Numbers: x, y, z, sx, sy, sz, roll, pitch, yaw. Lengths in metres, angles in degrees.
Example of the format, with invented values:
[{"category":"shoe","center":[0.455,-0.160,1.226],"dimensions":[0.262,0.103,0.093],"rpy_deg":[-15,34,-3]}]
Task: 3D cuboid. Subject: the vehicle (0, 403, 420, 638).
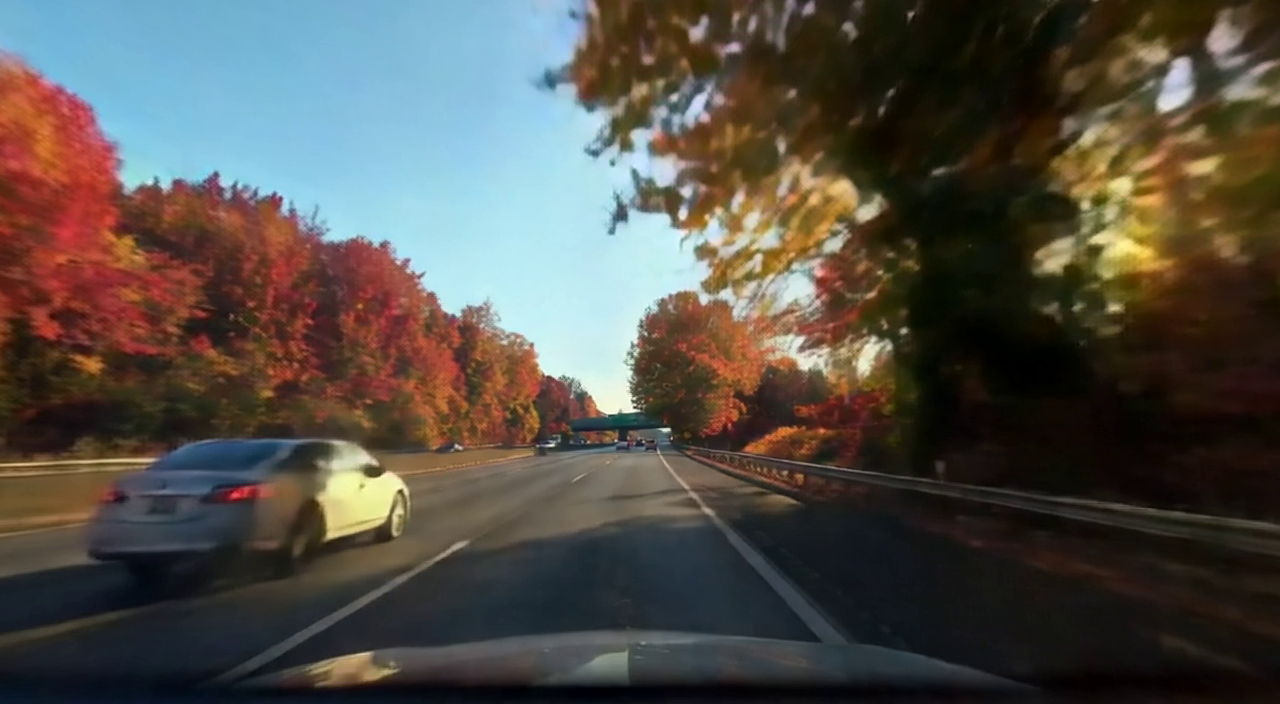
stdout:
[{"category":"vehicle","center":[-4.281,1.513,6.755],"dimensions":[2.123,1.643,4.479],"rpy_deg":[0,-8,1]}]
